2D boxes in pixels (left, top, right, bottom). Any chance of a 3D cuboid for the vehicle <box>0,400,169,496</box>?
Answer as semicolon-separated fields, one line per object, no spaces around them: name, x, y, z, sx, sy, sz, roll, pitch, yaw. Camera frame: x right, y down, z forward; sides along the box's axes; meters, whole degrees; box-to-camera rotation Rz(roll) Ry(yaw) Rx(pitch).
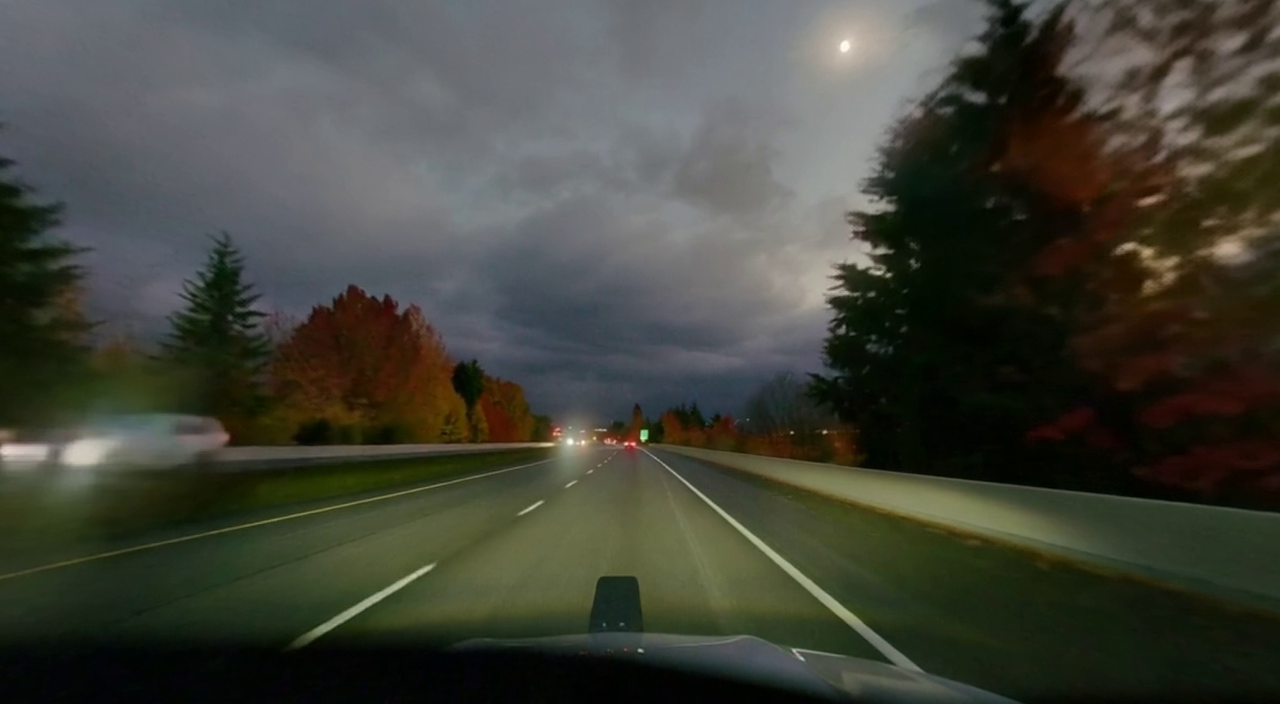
vehicle;-12.613;1.975;13.004;2.040;1.719;4.701;0;-8;0
